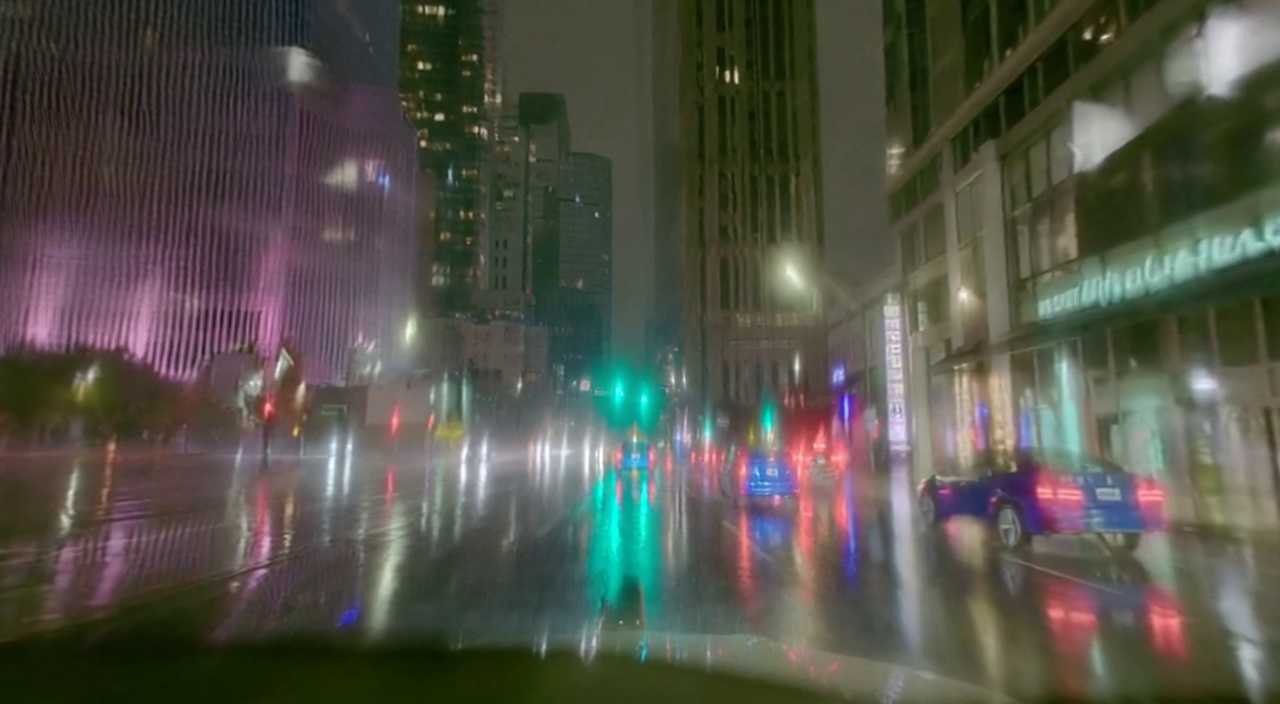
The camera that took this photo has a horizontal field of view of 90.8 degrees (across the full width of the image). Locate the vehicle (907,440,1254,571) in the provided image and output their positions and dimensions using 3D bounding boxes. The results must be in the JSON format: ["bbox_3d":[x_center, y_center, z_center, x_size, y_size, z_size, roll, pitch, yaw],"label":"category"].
[{"bbox_3d":[6.100,2.123,9.686,1.914,1.484,4.639,0,-8,-1],"label":"vehicle"}]

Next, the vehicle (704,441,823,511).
[{"bbox_3d":[2.900,3.000,15.871,1.987,1.484,4.427,0,-8,-1],"label":"vehicle"}]

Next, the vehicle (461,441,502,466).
[{"bbox_3d":[-11.938,7.656,47.880,1.861,1.780,4.814,0,-8,1],"label":"vehicle"}]

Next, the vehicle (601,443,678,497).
[{"bbox_3d":[-0.031,3.523,19.347,2.096,1.457,4.160,0,-8,-1],"label":"vehicle"}]
